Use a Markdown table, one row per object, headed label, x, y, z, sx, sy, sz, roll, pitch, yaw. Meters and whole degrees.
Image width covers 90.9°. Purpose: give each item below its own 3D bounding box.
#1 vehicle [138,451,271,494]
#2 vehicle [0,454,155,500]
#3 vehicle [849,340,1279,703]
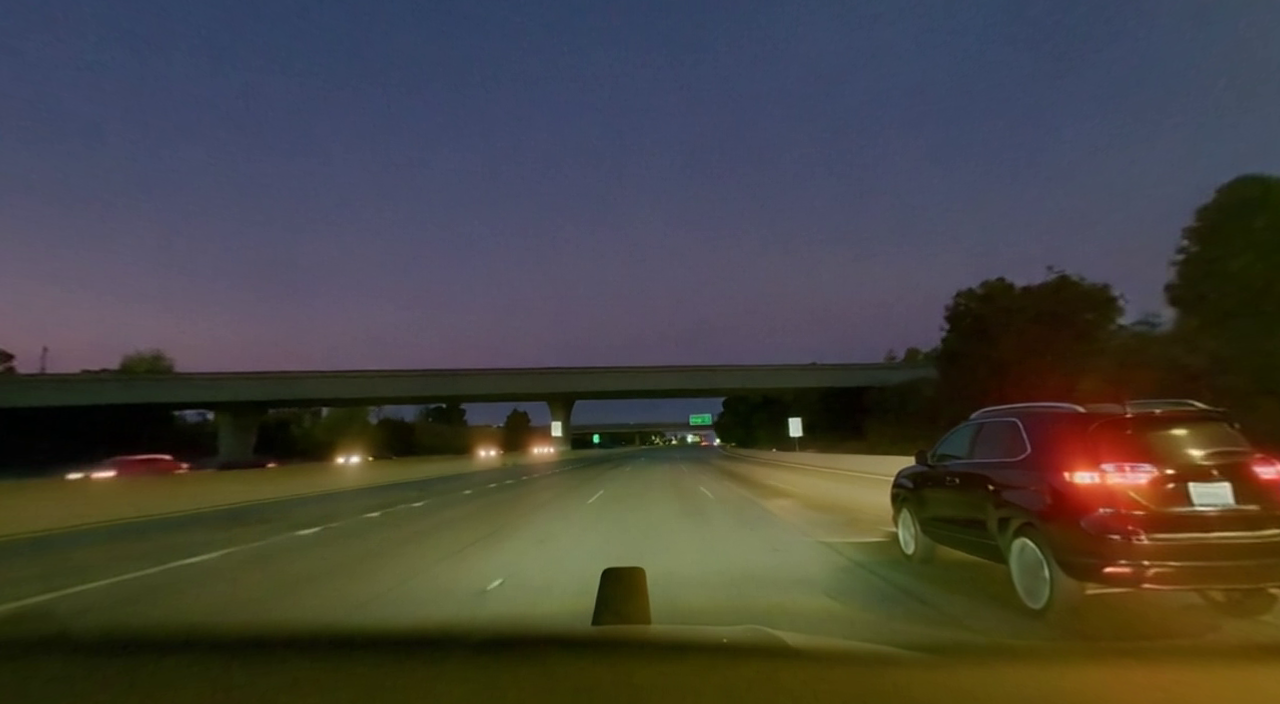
| label | x | y | z | sx | sy | sz | roll | pitch | yaw |
| --- | --- | --- | --- | --- | --- | --- | --- | --- | --- |
| vehicle | -17.366 | 4.803 | 25.484 | 2.042 | 1.526 | 4.548 | 0 | -9 | 2 |
| vehicle | -21.409 | 4.674 | 24.071 | 2.026 | 1.514 | 4.504 | -1 | -9 | 2 |
| vehicle | 3.528 | 1.134 | 5.280 | 2.019 | 1.732 | 4.579 | 0 | -9 | 1 |
